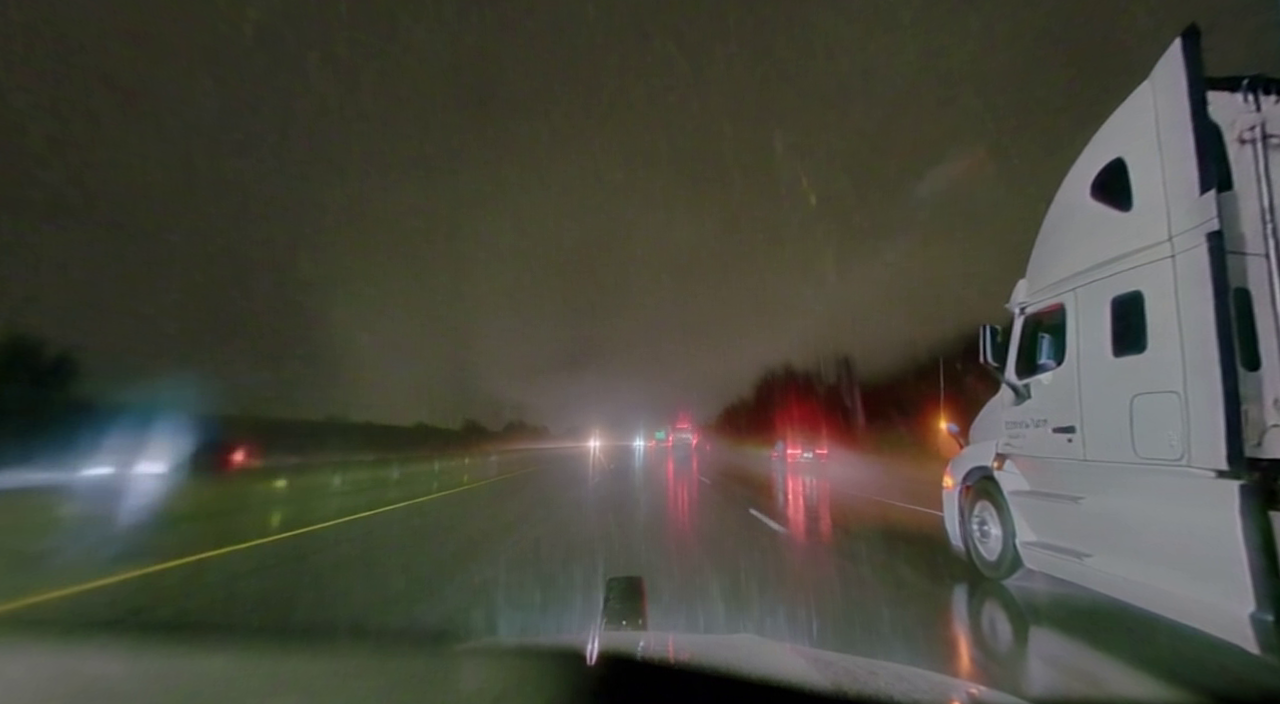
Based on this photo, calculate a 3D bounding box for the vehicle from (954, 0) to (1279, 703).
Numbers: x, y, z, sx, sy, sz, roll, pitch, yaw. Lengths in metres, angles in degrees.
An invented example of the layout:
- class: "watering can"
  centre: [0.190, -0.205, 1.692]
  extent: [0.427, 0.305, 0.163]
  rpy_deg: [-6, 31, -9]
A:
- class: "vehicle"
  centre: [4.095, -0.553, 0.477]
  extent: [3.012, 3.768, 8.945]
  rpy_deg: [0, -8, 0]

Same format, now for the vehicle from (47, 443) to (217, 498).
- class: "vehicle"
  centre: [-17.083, 3.967, 21.581]
  extent: [2.023, 1.681, 4.449]
  rpy_deg: [0, -8, 1]
